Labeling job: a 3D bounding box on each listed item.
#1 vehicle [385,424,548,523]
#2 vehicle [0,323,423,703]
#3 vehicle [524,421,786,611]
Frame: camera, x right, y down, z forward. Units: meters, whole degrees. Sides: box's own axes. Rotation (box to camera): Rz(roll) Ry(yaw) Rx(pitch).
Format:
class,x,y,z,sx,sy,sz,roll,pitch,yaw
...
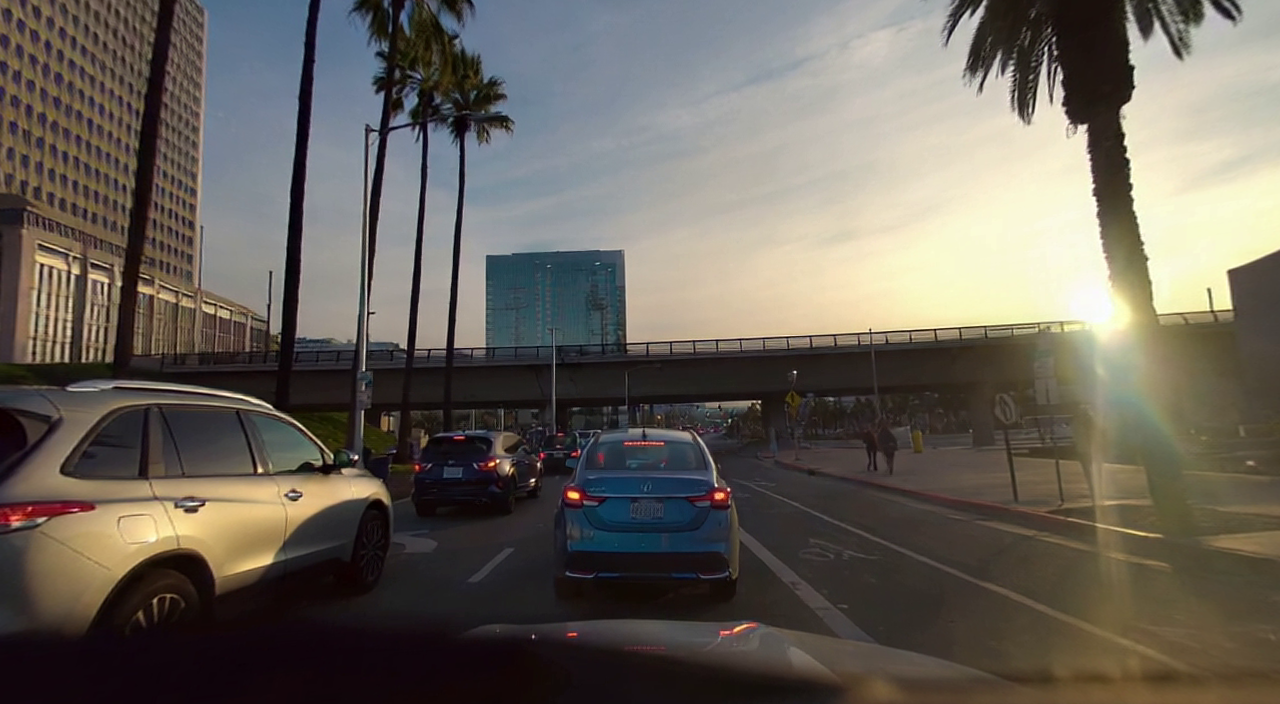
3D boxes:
class,x,y,z,sx,sy,sz,roll,pitch,yaw
vehicle,-3.195,2.328,12.592,1.955,1.637,4.032,0,-8,2
vehicle,-3.266,1.064,4.192,2.014,1.740,4.359,0,-8,1
vehicle,0.101,1.591,7.053,2.036,1.461,4.129,0,-8,0
